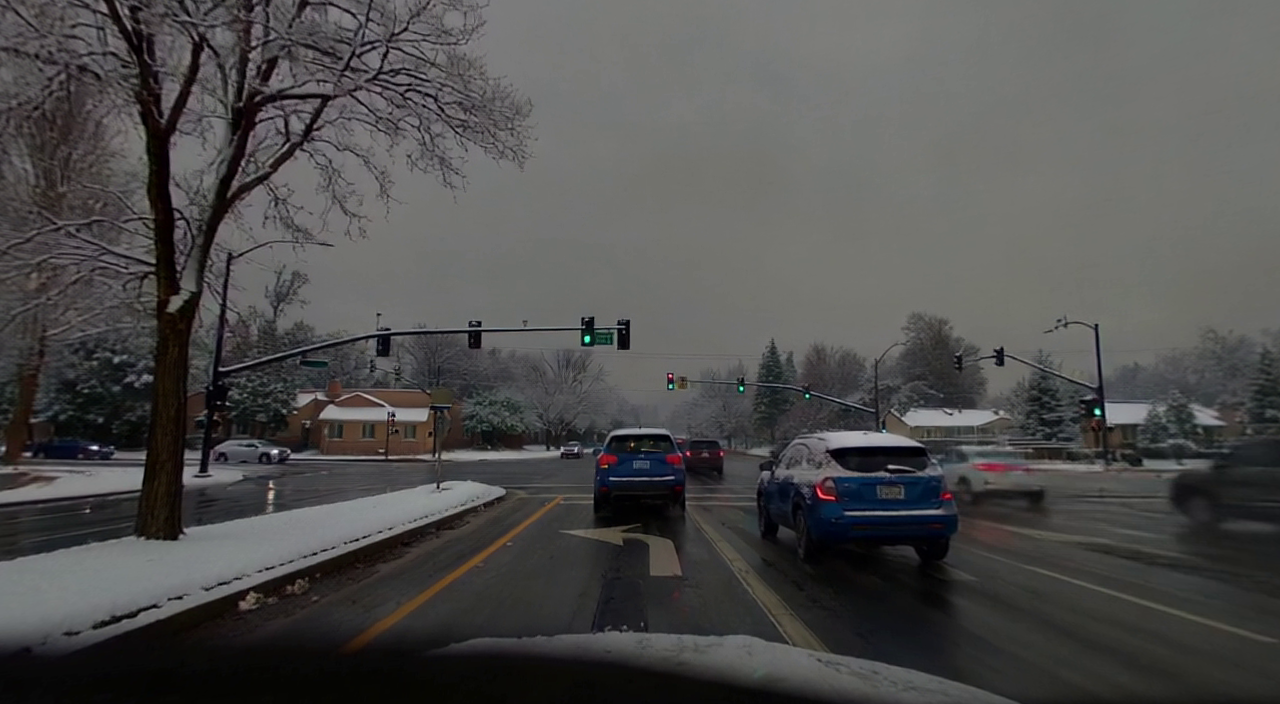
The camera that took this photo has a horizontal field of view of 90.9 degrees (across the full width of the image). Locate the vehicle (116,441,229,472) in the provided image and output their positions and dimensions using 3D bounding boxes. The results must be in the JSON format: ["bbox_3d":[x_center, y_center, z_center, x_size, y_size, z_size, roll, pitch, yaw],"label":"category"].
[{"bbox_3d":[-26.350,5.887,35.635,4.724,1.630,1.968,0,-8,-3],"label":"vehicle"}]

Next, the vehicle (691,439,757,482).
[{"bbox_3d":[3.026,3.991,23.481,1.795,1.457,3.979,0,-8,-2],"label":"vehicle"}]

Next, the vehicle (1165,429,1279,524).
[{"bbox_3d":[12.701,2.279,11.566,2.085,1.726,4.668,0,-8,1],"label":"vehicle"}]

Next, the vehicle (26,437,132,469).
[{"bbox_3d":[-36.873,6.626,41.531,4.771,1.778,2.032,3,-8,-3],"label":"vehicle"}]

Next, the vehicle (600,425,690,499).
[{"bbox_3d":[0.068,2.889,16.873,2.099,1.705,4.020,0,-8,-1],"label":"vehicle"}]

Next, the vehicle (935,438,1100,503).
[{"bbox_3d":[9.929,3.115,17.050,1.824,1.511,4.185,0,-8,0],"label":"vehicle"}]

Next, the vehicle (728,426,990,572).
[{"bbox_3d":[2.577,1.848,8.780,2.009,1.480,4.423,0,-8,-1],"label":"vehicle"}]

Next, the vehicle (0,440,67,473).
[{"bbox_3d":[-35.031,5.779,34.941,4.465,1.693,1.959,2,-9,-1],"label":"vehicle"}]
